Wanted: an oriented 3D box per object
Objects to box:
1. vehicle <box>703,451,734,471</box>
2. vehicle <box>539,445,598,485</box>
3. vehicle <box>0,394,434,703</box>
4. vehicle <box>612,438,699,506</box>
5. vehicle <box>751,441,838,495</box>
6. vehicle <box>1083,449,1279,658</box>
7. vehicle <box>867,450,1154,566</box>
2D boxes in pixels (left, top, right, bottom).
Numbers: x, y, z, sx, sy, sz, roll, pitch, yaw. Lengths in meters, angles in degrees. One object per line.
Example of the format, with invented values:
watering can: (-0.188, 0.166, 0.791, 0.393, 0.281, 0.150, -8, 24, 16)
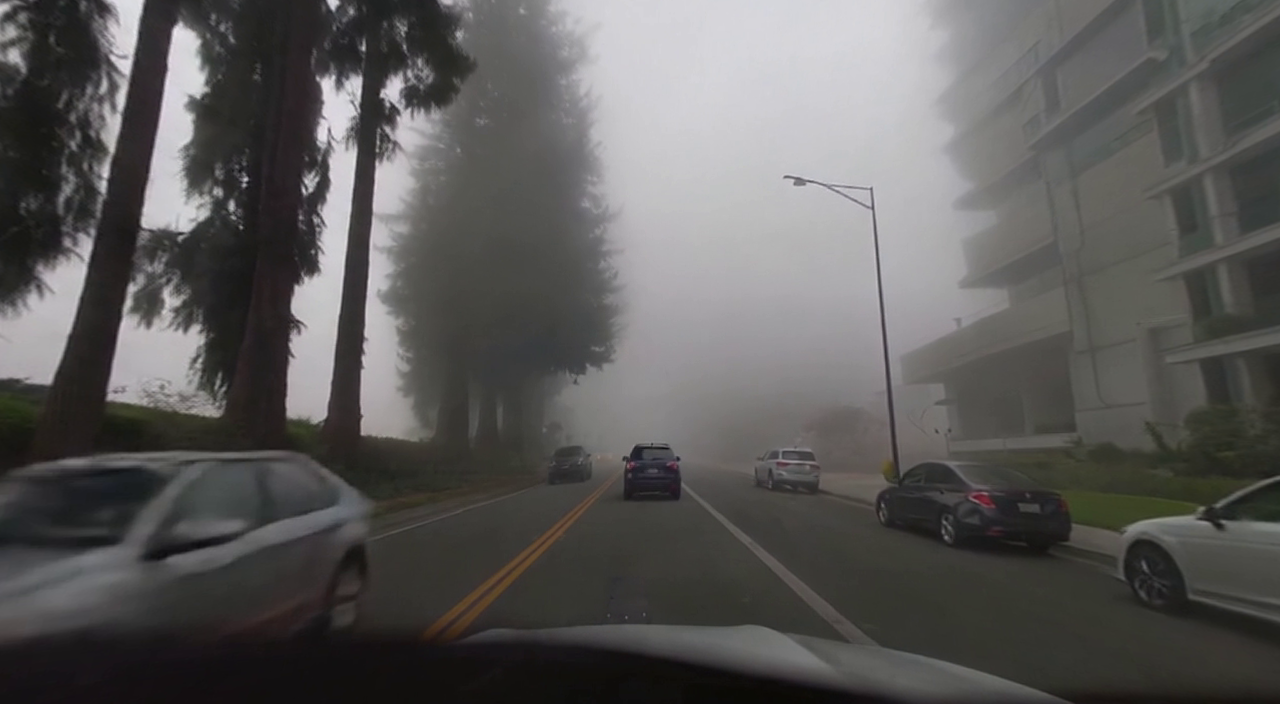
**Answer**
vehicle: (6.145, 8.595, 49.853, 1.885, 1.467, 4.546, 0, -9, 0)
vehicle: (-3.296, 5.290, 29.926, 2.167, 1.717, 4.448, 0, -9, 1)
vehicle: (-2.820, 1.139, 3.406, 1.979, 1.534, 4.076, 0, -9, 1)
vehicle: (0.407, 3.242, 17.419, 2.105, 1.653, 3.887, 0, -9, 1)
vehicle: (5.674, 4.313, 23.850, 2.059, 1.813, 4.637, 0, -9, -1)
vehicle: (5.508, 1.395, 4.151, 1.809, 1.478, 4.623, 0, -9, 0)
vehicle: (5.687, 2.396, 10.634, 1.852, 1.452, 4.852, 0, -9, -1)
